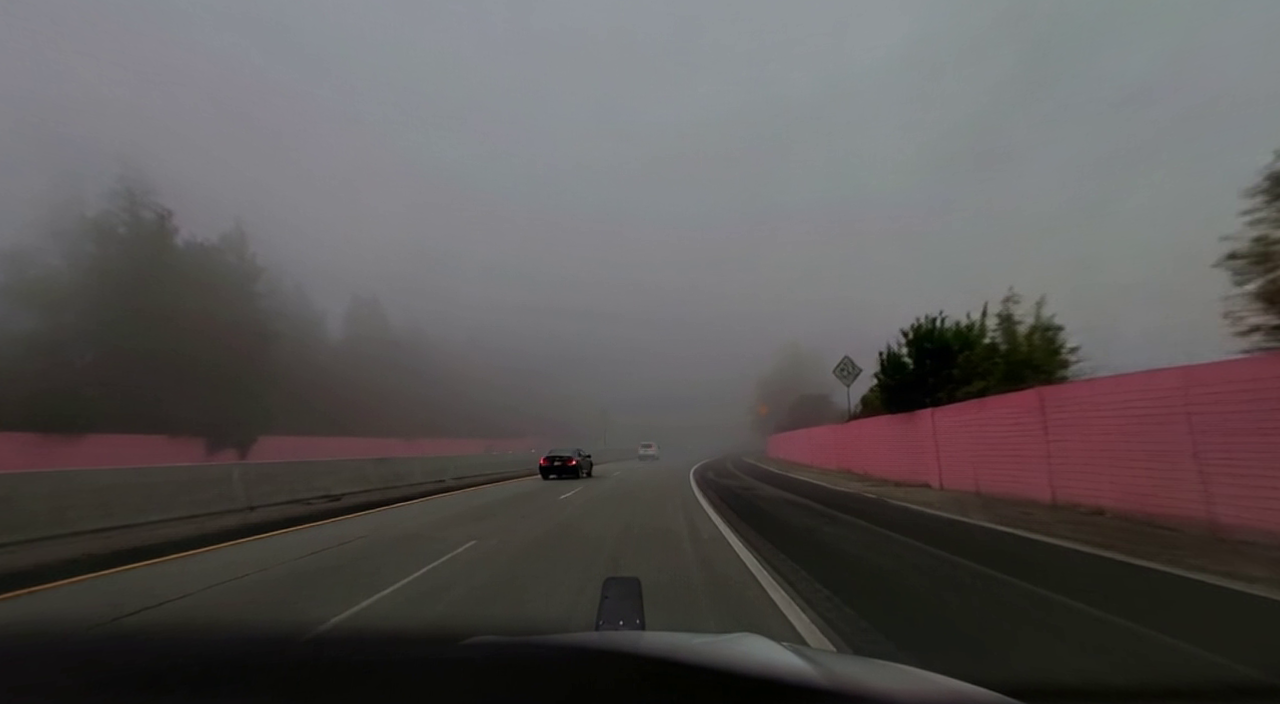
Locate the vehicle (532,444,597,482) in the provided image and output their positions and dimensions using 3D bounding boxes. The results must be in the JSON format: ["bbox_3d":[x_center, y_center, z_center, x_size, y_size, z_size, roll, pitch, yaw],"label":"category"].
[{"bbox_3d":[-2.986,4.499,25.881,1.746,1.405,4.339,-1,-9,5],"label":"vehicle"}]
